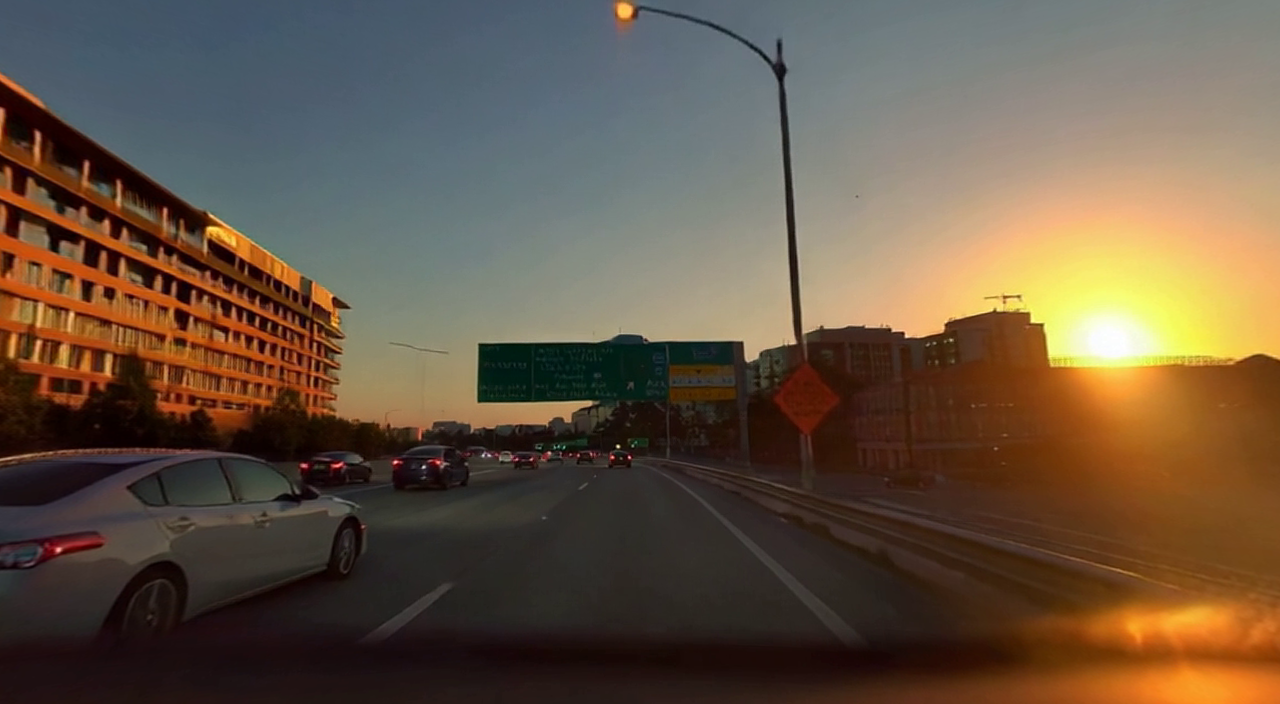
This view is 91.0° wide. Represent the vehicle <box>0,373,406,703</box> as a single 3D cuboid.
[{"bbox_3d":[-3.670,1.261,4.635,2.036,1.717,4.592,0,-9,1],"label":"vehicle"}]

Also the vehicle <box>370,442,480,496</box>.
[{"bbox_3d":[-7.169,3.925,21.565,2.075,1.642,4.638,0,-9,1],"label":"vehicle"}]

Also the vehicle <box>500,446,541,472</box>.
[{"bbox_3d":[-8.404,7.561,44.651,2.065,1.689,4.399,0,-9,-1],"label":"vehicle"}]
